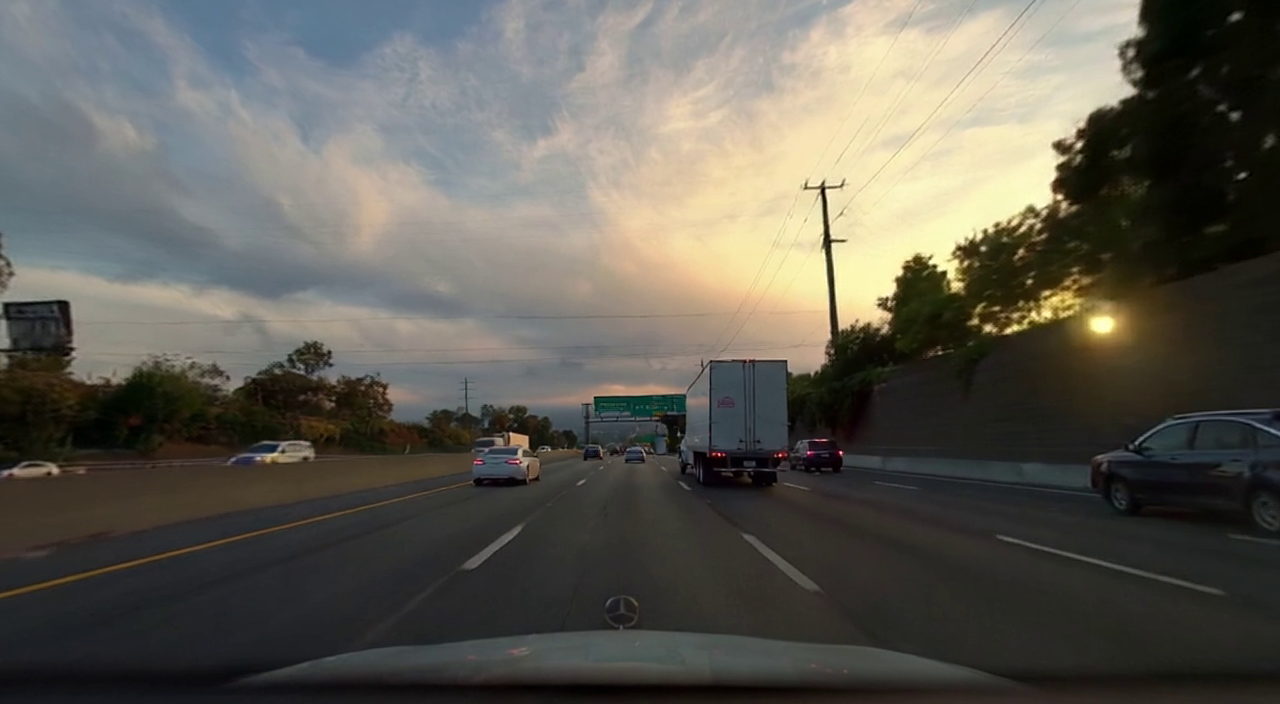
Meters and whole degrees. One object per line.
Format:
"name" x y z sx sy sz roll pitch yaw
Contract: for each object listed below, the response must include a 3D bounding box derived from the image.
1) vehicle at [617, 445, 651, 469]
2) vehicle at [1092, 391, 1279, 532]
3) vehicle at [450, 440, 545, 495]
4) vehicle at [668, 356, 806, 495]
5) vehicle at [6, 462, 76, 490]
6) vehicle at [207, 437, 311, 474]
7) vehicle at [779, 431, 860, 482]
"vehicle" -0.359 6.767 40.725 2.047 1.485 3.938 0 -8 0
"vehicle" 11.020 1.794 10.439 2.420 2.141 5.994 0 -8 -2
"vehicle" -4.239 3.491 19.372 1.968 1.507 3.829 0 -8 1
"vehicle" 3.235 3.349 26.828 2.907 4.109 16.177 0 -8 -1
"vehicle" -39.087 8.062 41.203 1.906 1.521 4.931 5 -10 -27
"vehicle" -19.081 5.211 31.874 2.146 1.673 5.184 0 -8 -2
"vehicle" 7.474 4.401 26.746 2.079 1.938 4.630 0 -8 0
